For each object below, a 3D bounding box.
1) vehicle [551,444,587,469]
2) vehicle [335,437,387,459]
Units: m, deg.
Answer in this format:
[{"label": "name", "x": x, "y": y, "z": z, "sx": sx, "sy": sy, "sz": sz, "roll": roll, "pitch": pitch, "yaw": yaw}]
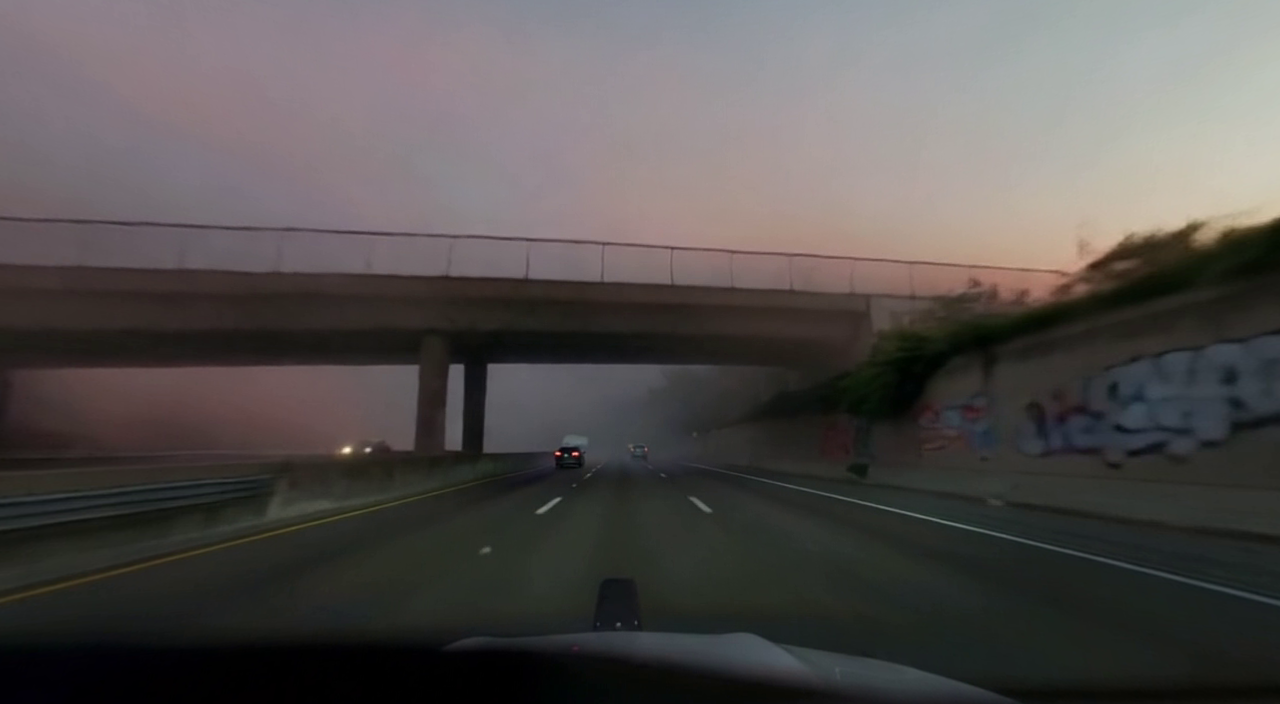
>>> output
[{"label": "vehicle", "x": -4.341, "y": 6.478, "z": 39.040, "sx": 1.871, "sy": 1.459, "sz": 3.771, "roll": 0, "pitch": -9, "yaw": -1}, {"label": "vehicle", "x": -20.952, "y": 7.229, "z": 47.398, "sx": 1.973, "sy": 1.585, "sz": 4.484, "roll": 0, "pitch": -9, "yaw": -2}]
